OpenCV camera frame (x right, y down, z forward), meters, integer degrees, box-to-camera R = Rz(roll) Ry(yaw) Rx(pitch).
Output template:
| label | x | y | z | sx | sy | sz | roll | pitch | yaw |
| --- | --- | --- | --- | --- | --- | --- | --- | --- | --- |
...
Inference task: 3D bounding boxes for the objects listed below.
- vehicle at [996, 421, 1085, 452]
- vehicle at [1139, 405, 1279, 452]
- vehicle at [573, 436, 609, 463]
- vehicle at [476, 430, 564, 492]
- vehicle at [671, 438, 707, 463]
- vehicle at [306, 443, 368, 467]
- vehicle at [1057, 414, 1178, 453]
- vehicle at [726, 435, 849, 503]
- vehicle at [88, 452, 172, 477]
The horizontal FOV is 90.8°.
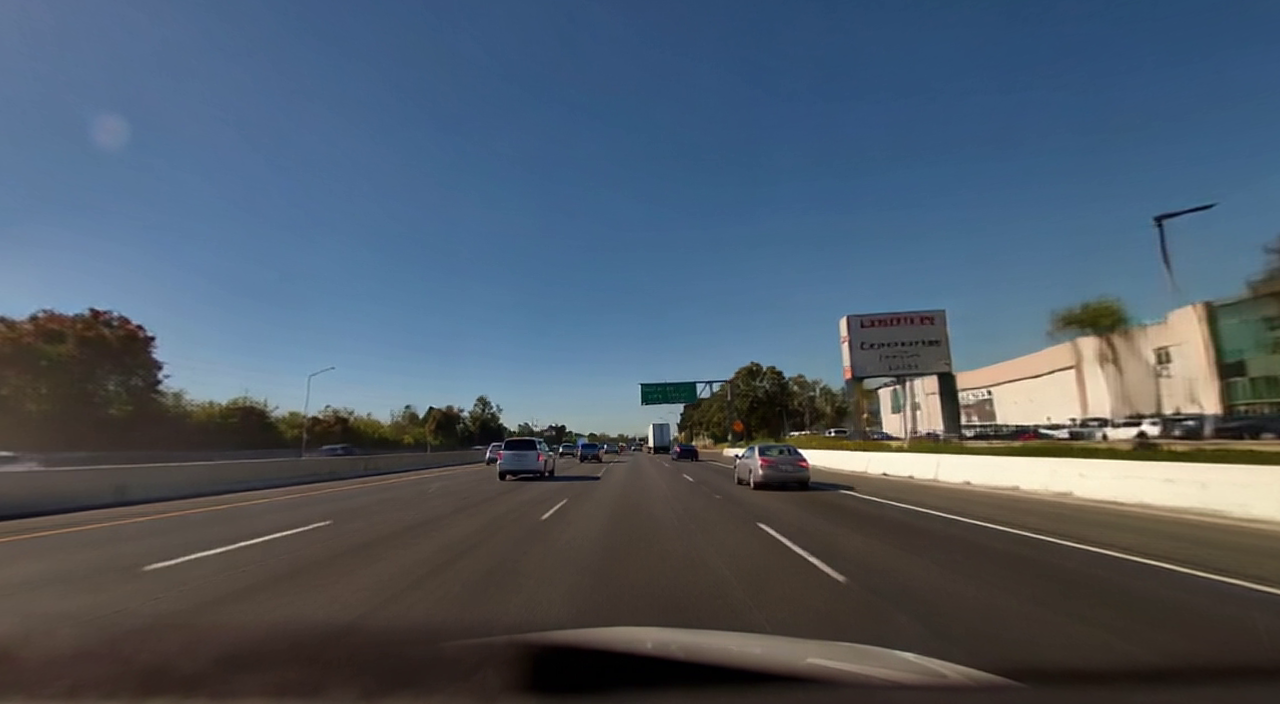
| label | x | y | z | sx | sy | sz | roll | pitch | yaw |
| --- | --- | --- | --- | --- | --- | --- | --- | --- | --- |
| vehicle | 27.650 | 5.948 | 43.920 | 2.212 | 1.977 | 5.953 | -1 | -9 | -1 |
| vehicle | 27.622 | 3.763 | 30.429 | 2.031 | 1.963 | 6.154 | -2 | -9 | -1 |
| vehicle | -3.797 | 7.726 | 49.966 | 2.410 | 1.981 | 5.355 | 0 | -8 | 0 |
| vehicle | -3.776 | 3.527 | 20.765 | 1.987 | 1.765 | 4.508 | 0 | -8 | 0 |
| vehicle | 3.667 | 7.453 | 47.849 | 2.198 | 1.807 | 4.530 | 0 | -8 | -2 |
| vehicle | -21.345 | 7.268 | 44.689 | 2.041 | 1.617 | 4.749 | 0 | -8 | 0 |
| vehicle | 27.764 | 4.876 | 37.130 | 2.054 | 2.041 | 6.354 | -1 | -9 | -1 |
| vehicle | 3.641 | 2.982 | 16.564 | 1.957 | 1.510 | 4.643 | 0 | -8 | -2 |
| vehicle | -31.127 | 6.849 | 38.712 | 1.729 | 1.438 | 4.151 | 0 | -8 | -1 |
